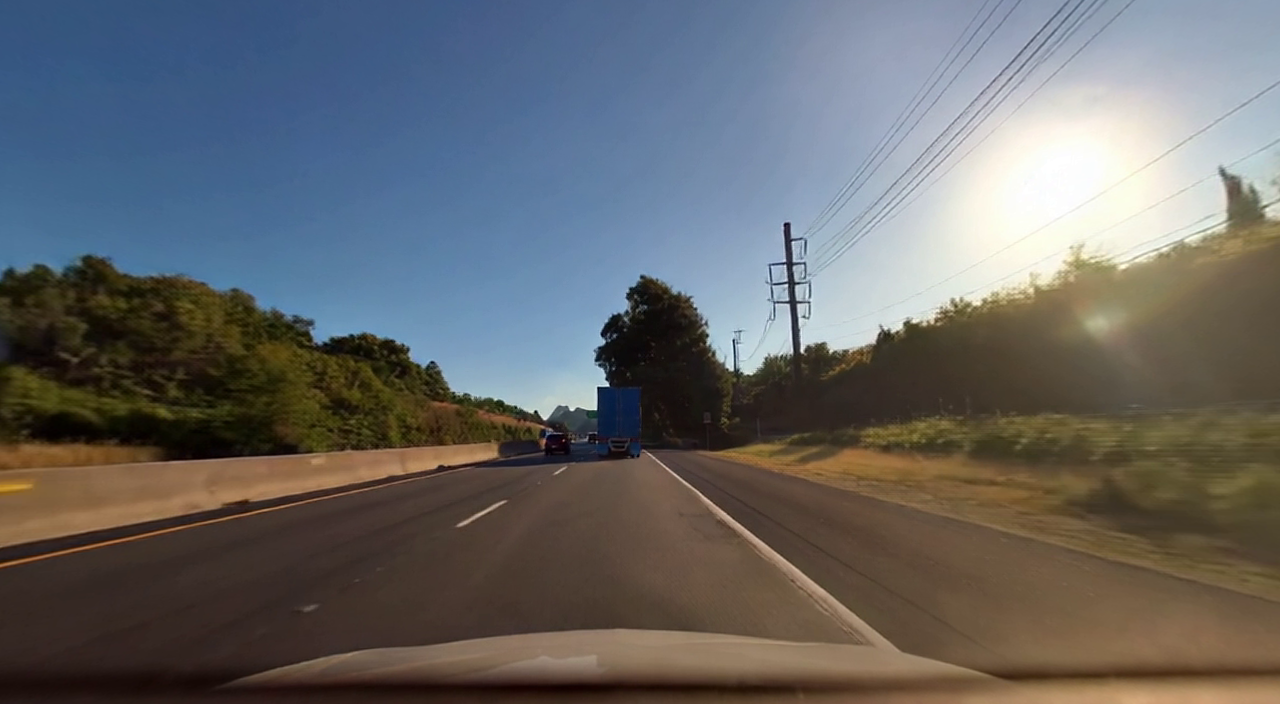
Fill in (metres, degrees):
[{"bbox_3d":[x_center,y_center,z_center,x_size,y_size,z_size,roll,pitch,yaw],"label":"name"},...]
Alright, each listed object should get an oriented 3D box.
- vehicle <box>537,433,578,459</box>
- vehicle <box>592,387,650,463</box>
[{"bbox_3d":[-5.339,6.114,41.227,2.117,1.618,4.480,0,-8,-1],"label":"vehicle"},{"bbox_3d":[-1.107,4.343,36.905,2.955,3.851,9.915,0,-8,-2],"label":"vehicle"}]
